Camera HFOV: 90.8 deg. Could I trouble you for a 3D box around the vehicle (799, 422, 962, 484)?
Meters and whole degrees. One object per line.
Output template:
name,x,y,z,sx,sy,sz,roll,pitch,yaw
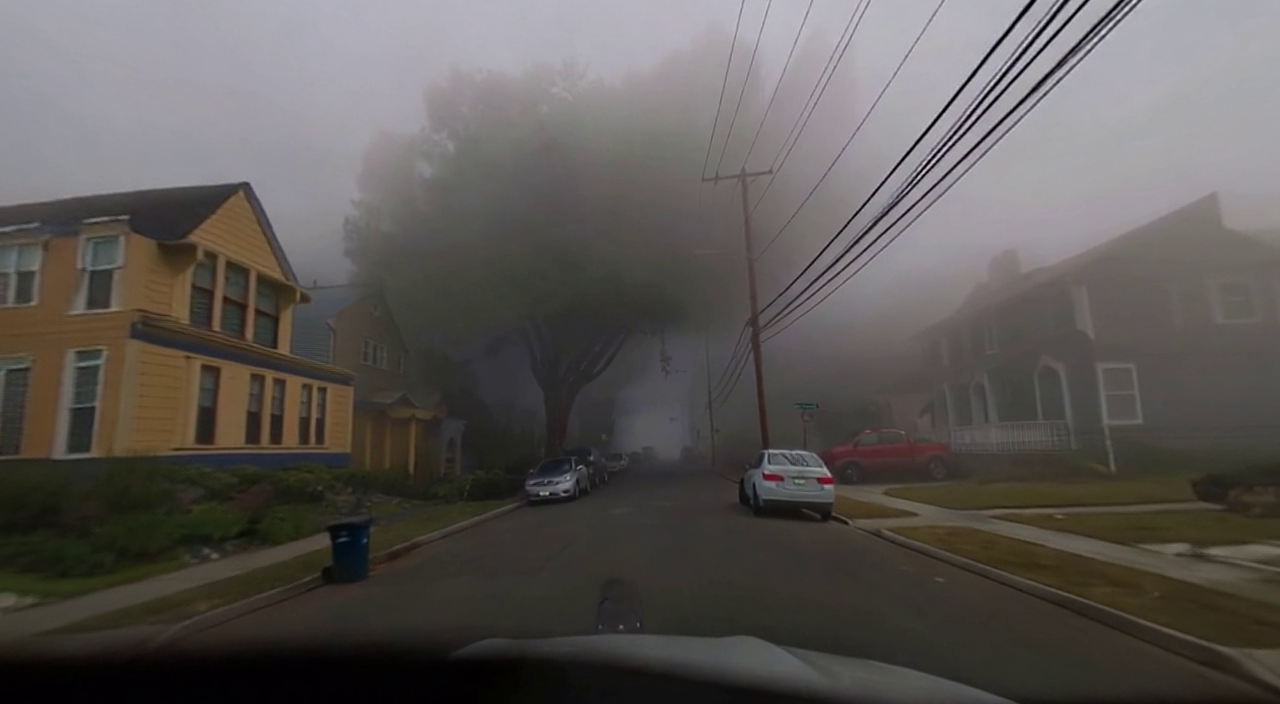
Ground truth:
vehicle,8.974,3.806,23.984,5.274,2.170,2.205,0,-8,0

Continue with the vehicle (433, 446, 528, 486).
vehicle,-7.875,5.639,31.477,4.088,1.779,2.109,0,-7,5

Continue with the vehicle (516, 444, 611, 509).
vehicle,-2.439,4.126,21.534,2.204,1.655,4.813,-8,-9,2

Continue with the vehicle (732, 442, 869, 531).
vehicle,3.410,2.905,14.440,2.043,1.631,4.613,0,-8,2
